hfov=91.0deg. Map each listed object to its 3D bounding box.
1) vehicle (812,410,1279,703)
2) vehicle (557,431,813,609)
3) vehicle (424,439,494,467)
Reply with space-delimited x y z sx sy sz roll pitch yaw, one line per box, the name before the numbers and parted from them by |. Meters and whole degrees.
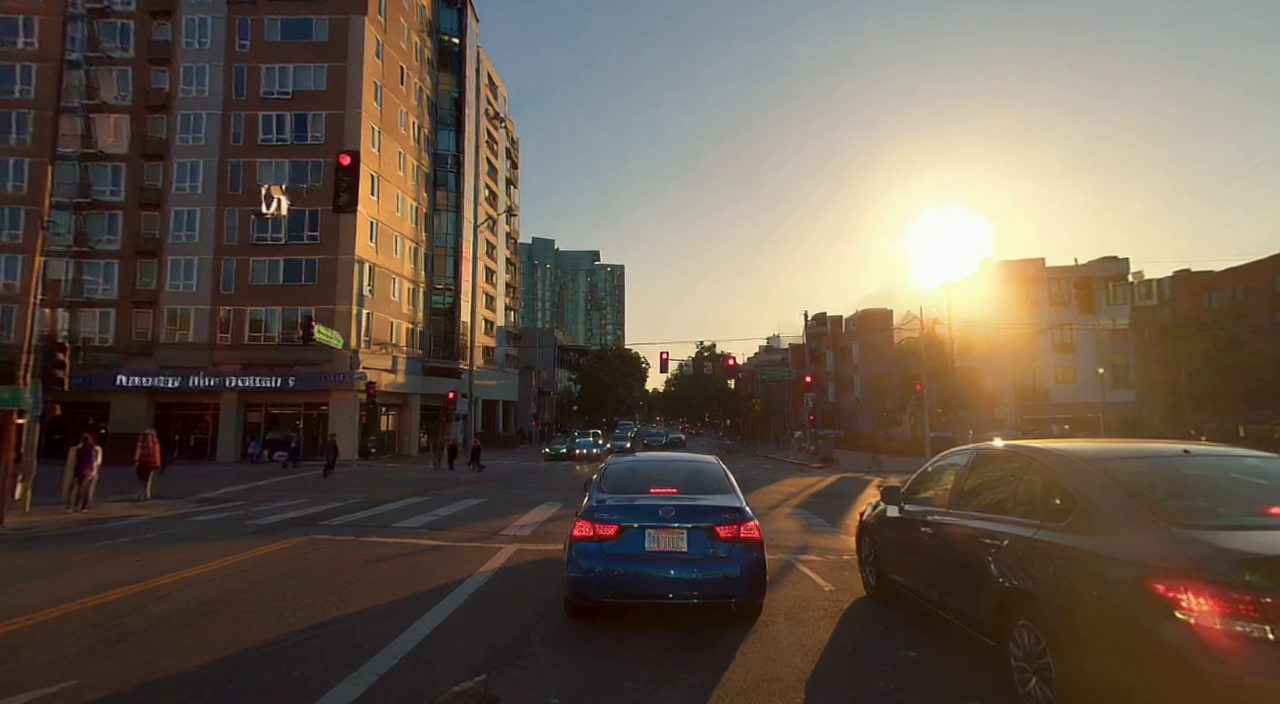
vehicle | 2.828 1.288 4.545 1.961 1.498 4.356 0 -8 0
vehicle | 0.303 1.705 7.364 2.132 1.464 4.089 0 -8 -2
vehicle | -10.795 6.032 37.762 2.030 1.596 3.912 -3 -9 20
